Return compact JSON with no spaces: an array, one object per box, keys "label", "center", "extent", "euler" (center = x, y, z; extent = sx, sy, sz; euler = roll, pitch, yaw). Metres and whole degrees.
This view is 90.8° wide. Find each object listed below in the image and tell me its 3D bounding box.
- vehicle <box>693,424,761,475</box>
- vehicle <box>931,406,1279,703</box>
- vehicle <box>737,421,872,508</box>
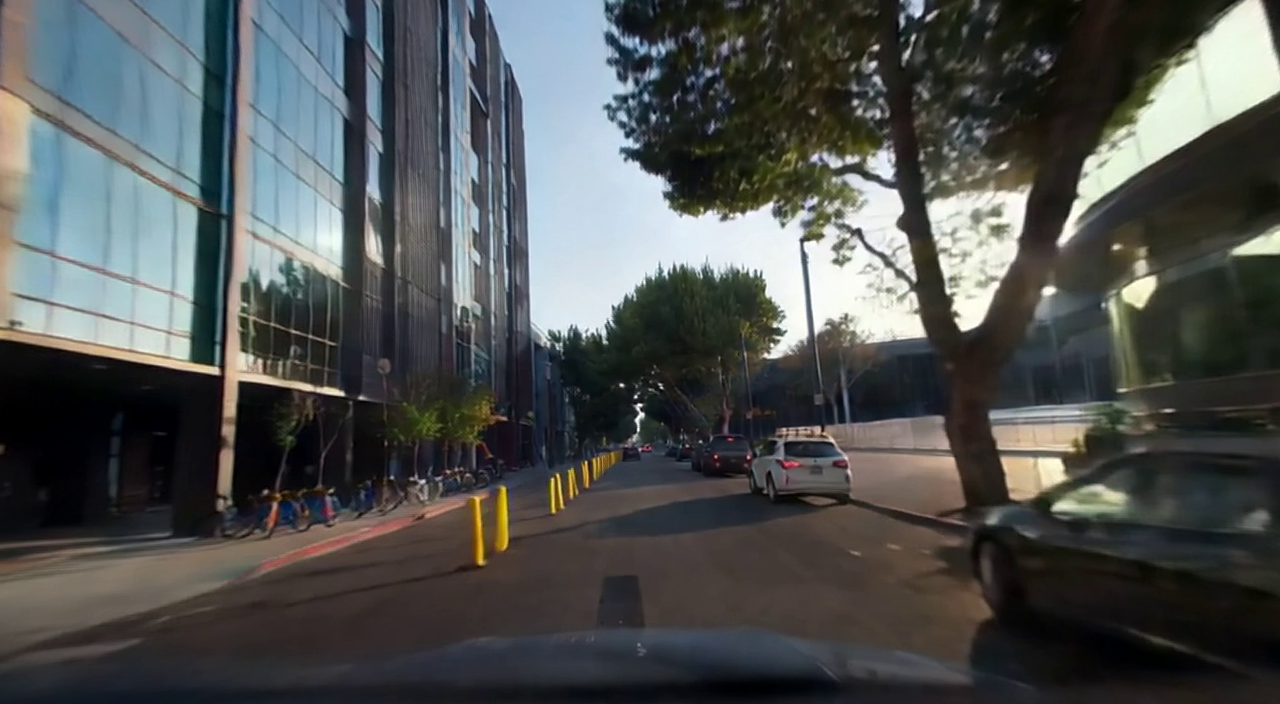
[{"label":"vehicle","center":[3.472,4.007,26.094],"extent":[2.127,1.864,4.892],"euler":[-1,-8,0]},{"label":"vehicle","center":[3.723,1.047,3.254],"extent":[1.926,1.509,4.985],"euler":[-1,-8,-2]},{"label":"vehicle","center":[3.799,2.674,15.452],"extent":[1.999,1.769,4.191],"euler":[-1,-8,-2]}]
